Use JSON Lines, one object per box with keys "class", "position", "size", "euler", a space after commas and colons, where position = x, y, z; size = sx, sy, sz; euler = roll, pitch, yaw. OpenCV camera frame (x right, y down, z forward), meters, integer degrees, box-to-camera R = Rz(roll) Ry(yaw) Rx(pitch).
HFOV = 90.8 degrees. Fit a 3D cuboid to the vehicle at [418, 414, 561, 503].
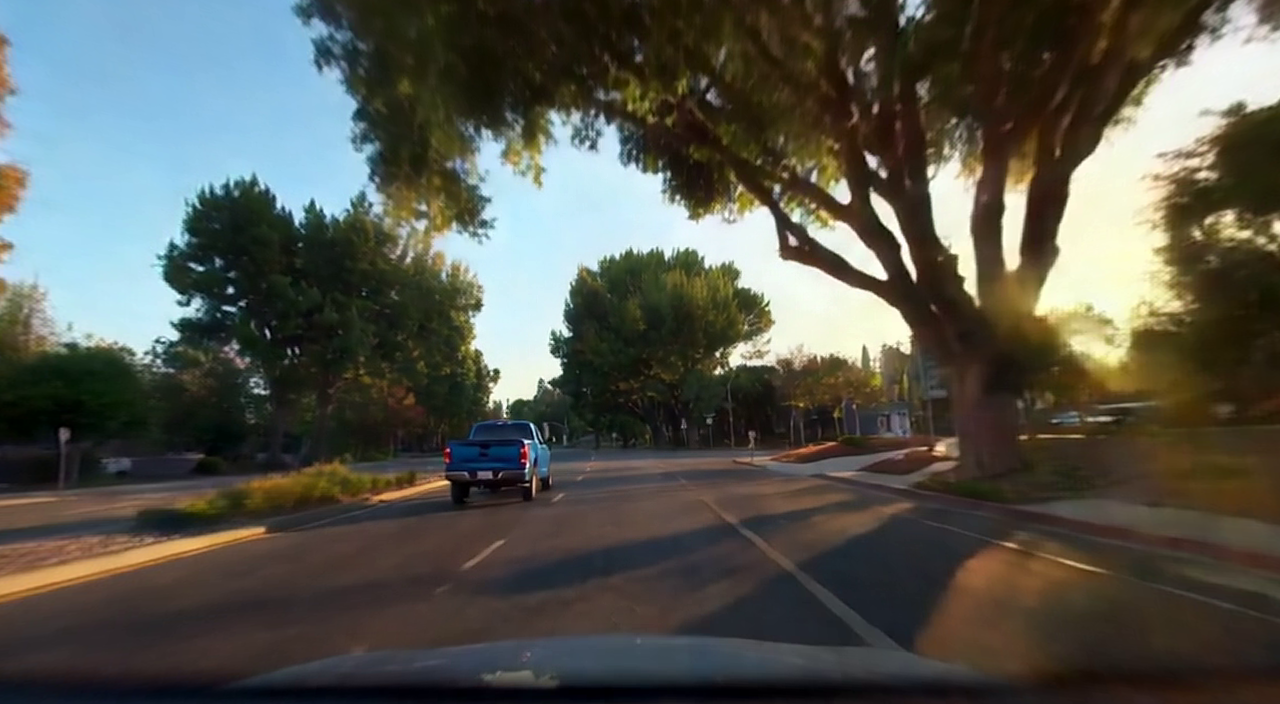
{"class": "vehicle", "position": [-3.569, 2.715, 16.564], "size": [2.267, 1.849, 6.402], "euler": [0, -8, -1]}
